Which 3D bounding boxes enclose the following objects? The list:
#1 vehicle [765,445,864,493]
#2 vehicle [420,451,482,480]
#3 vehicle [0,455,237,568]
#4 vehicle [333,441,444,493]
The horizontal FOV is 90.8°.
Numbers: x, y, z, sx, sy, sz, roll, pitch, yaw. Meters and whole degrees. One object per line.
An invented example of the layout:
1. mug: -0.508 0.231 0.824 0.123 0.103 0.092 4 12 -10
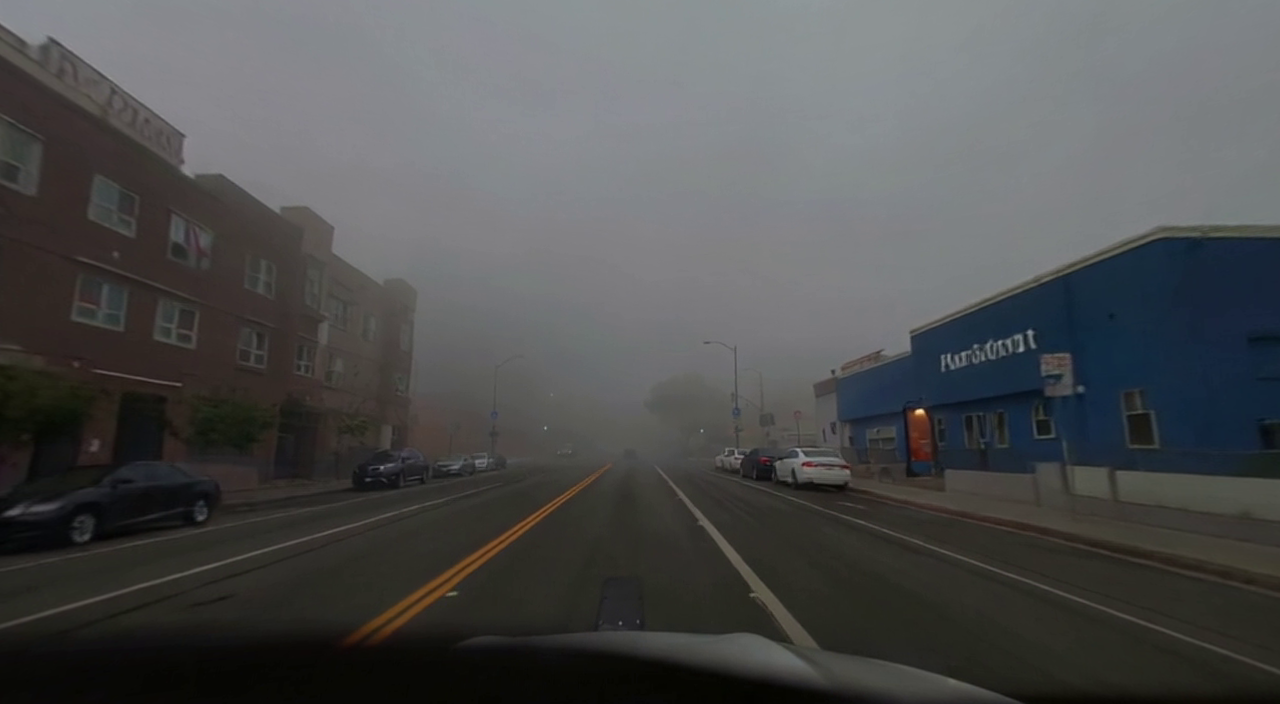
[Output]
1. vehicle: 6.097 4.131 22.796 2.038 1.482 4.994 0 -8 -2
2. vehicle: -10.233 6.142 34.582 1.953 1.387 4.529 0 -8 0
3. vehicle: -9.605 2.638 11.254 2.021 1.482 4.601 0 -8 -3
4. vehicle: -9.944 4.546 25.596 2.228 1.863 5.407 -1 -8 1
